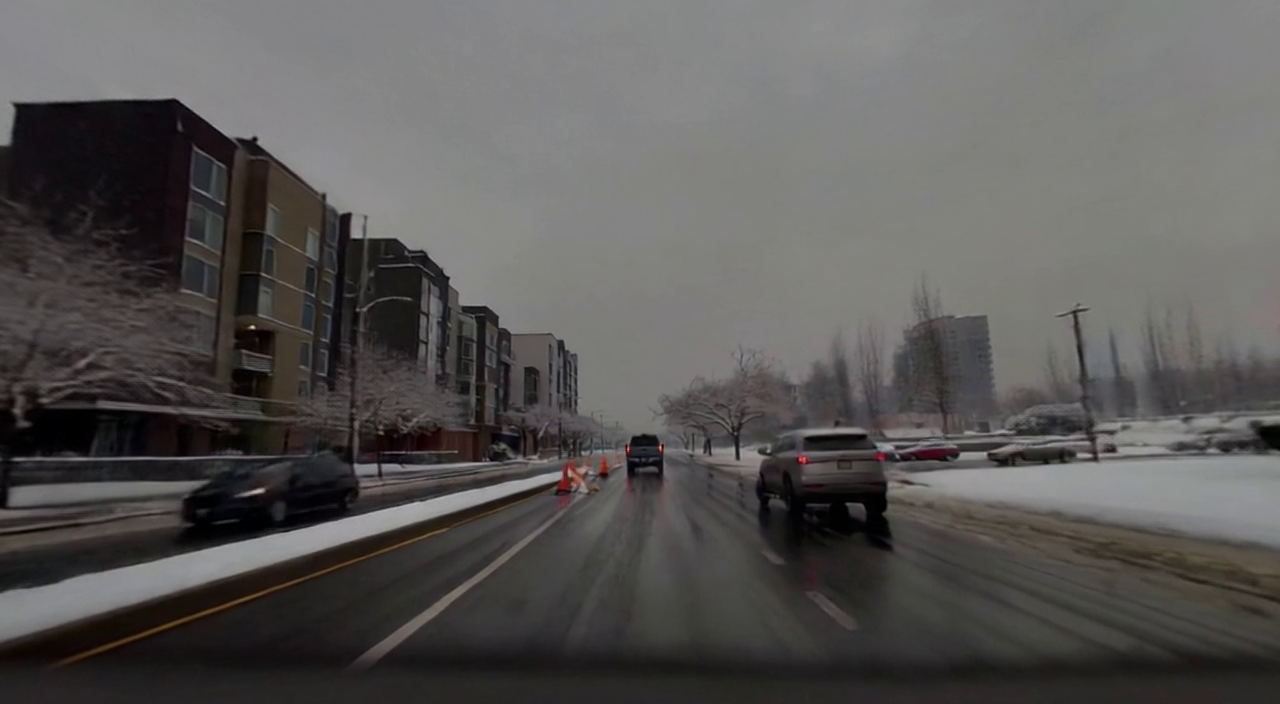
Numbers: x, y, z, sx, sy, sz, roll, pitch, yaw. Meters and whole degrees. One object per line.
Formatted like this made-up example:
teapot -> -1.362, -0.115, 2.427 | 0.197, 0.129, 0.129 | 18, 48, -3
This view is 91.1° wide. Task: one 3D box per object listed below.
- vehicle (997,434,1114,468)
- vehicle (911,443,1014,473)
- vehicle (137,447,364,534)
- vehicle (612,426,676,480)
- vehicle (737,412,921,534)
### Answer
vehicle -> 22.047, 5.266, 33.458 | 4.629, 1.756, 2.124 | 0, -8, 0
vehicle -> 16.960, 5.567, 33.047 | 4.568, 1.478, 1.900 | 2, -9, -13
vehicle -> -7.843, 2.774, 13.244 | 1.891, 1.496, 4.144 | -1, -8, 4
vehicle -> 0.253, 4.889, 30.593 | 2.762, 2.309, 6.723 | 0, -8, 1
vehicle -> 3.291, 2.245, 12.354 | 2.120, 1.828, 5.531 | 0, -8, 3
